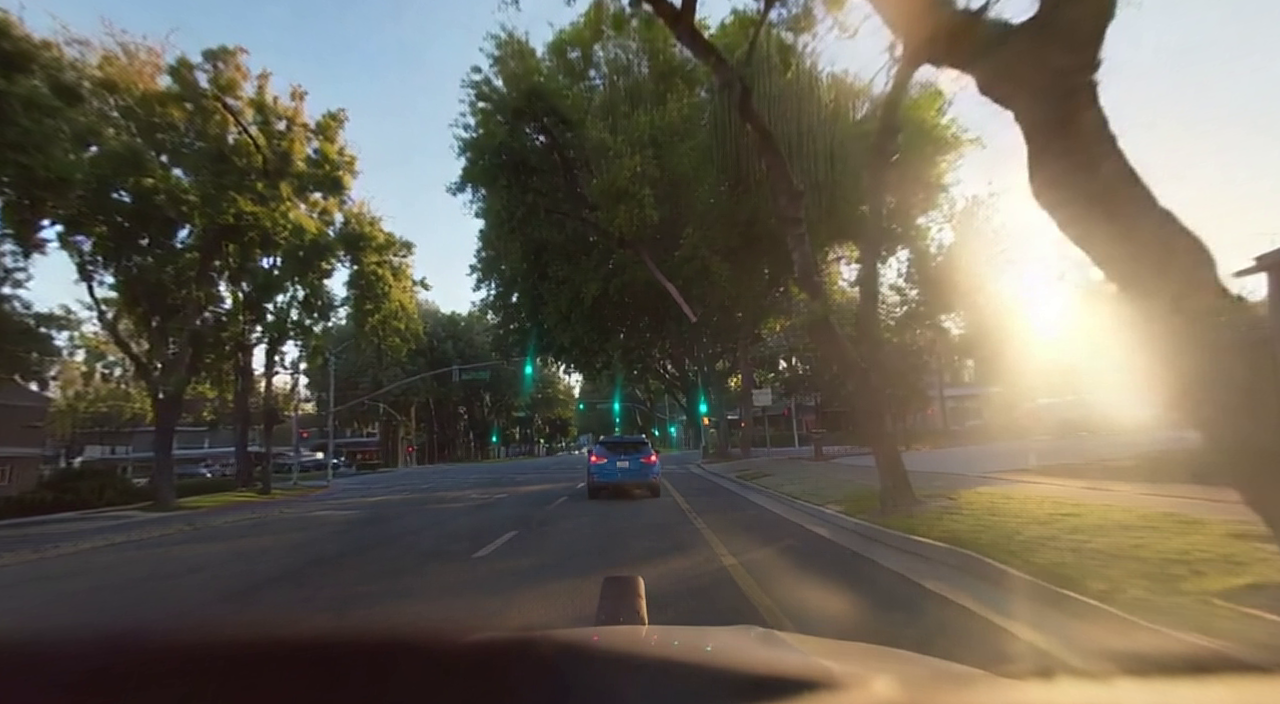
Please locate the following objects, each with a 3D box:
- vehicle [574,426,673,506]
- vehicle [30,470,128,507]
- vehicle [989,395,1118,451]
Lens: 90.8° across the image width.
[{"bbox_3d":[-0.389,2.757,15.747,2.136,1.703,3.910,0,-8,-1],"label":"vehicle"},{"bbox_3d":[-28.553,6.922,32.319,1.771,1.435,4.144,-7,-9,-9],"label":"vehicle"},{"bbox_3d":[16.378,2.921,25.439,2.039,1.990,5.111,-1,-8,5],"label":"vehicle"}]
